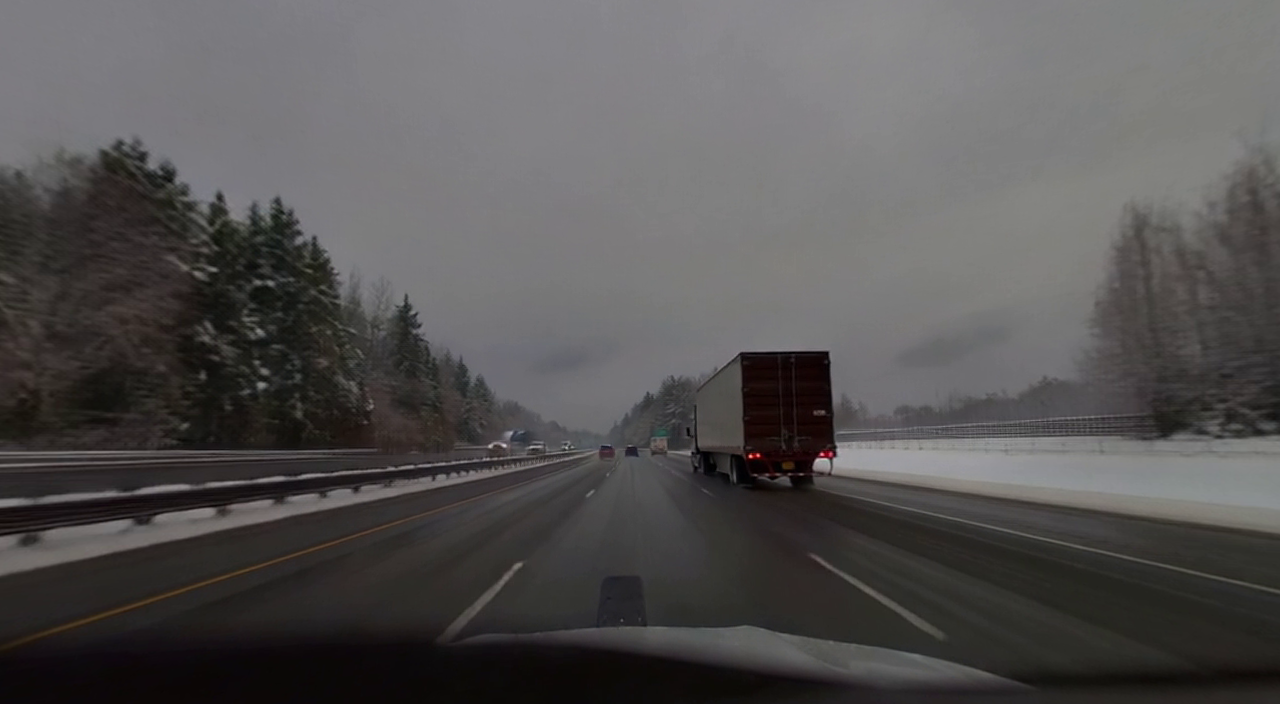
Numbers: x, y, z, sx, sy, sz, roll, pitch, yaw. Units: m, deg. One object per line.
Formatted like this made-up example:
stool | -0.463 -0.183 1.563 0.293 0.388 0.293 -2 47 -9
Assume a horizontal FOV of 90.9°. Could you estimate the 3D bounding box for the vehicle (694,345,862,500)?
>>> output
vehicle | 4.149 2.842 23.067 2.950 4.033 13.276 0 -9 -1
